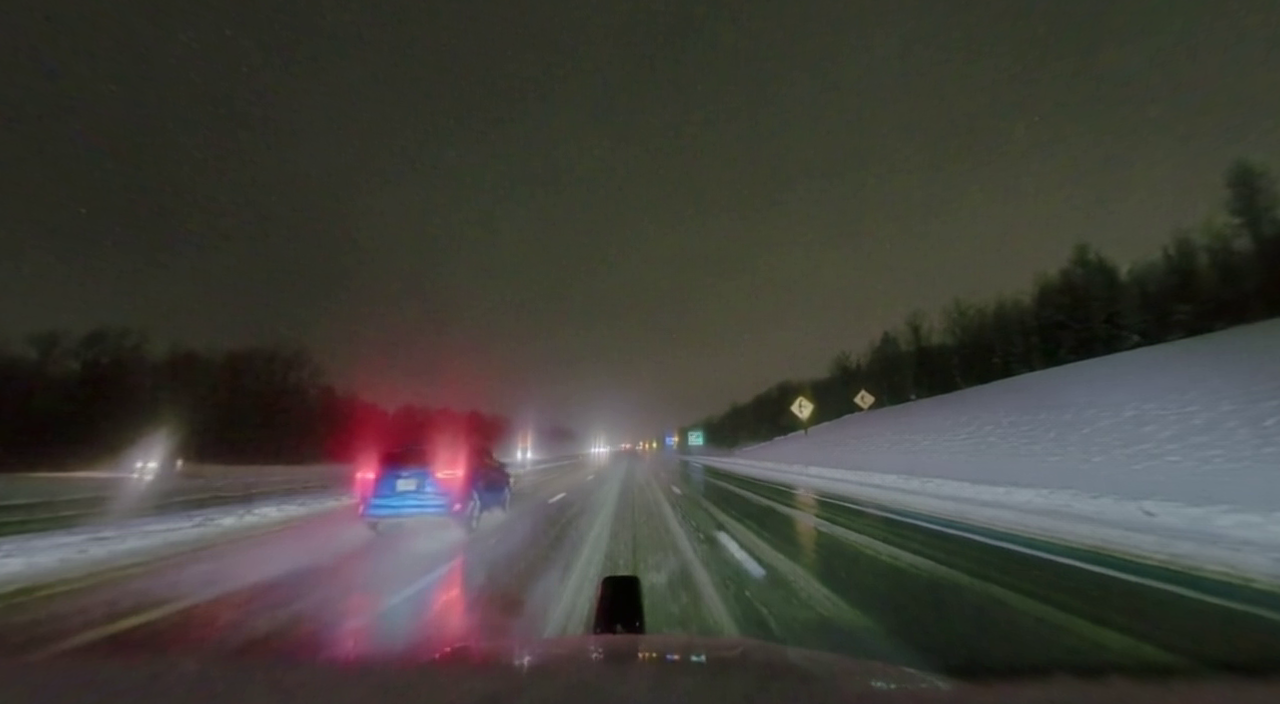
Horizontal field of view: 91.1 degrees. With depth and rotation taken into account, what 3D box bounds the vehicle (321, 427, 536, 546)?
[{"bbox_3d":[-3.246,2.175,10.848,2.069,1.573,4.589,0,-9,0],"label":"vehicle"}]
